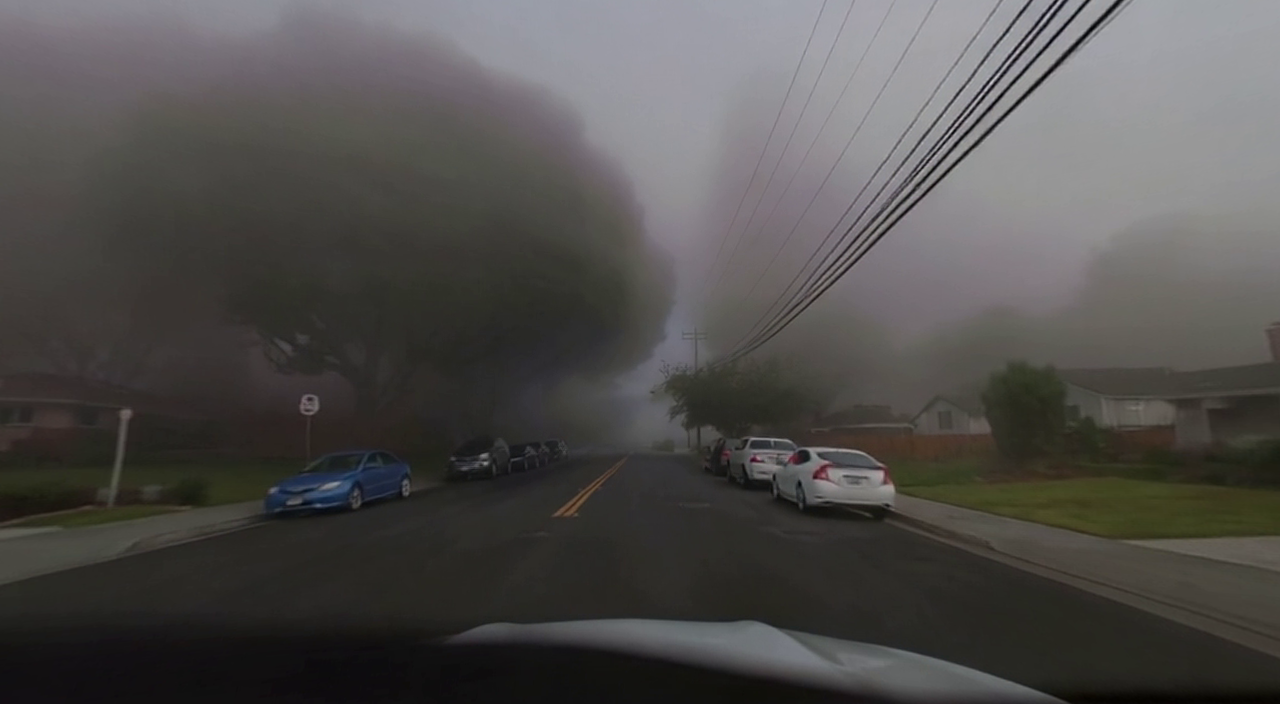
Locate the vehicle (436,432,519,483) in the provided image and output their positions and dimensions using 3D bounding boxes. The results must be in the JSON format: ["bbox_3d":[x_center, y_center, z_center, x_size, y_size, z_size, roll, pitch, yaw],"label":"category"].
[{"bbox_3d":[-6.301,4.155,25.079,2.031,1.799,4.587,0,-8,0],"label":"vehicle"}]

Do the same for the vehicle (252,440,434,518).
[{"bbox_3d":[-6.424,2.763,14.341,2.031,1.454,4.410,1,-8,-1],"label":"vehicle"}]

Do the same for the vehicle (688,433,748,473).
[{"bbox_3d":[3.672,4.899,30.870,2.178,1.757,5.495,1,-8,-1],"label":"vehicle"}]

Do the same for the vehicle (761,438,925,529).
[{"bbox_3d":[3.683,2.434,12.385,1.763,1.432,4.323,1,-8,0],"label":"vehicle"}]
